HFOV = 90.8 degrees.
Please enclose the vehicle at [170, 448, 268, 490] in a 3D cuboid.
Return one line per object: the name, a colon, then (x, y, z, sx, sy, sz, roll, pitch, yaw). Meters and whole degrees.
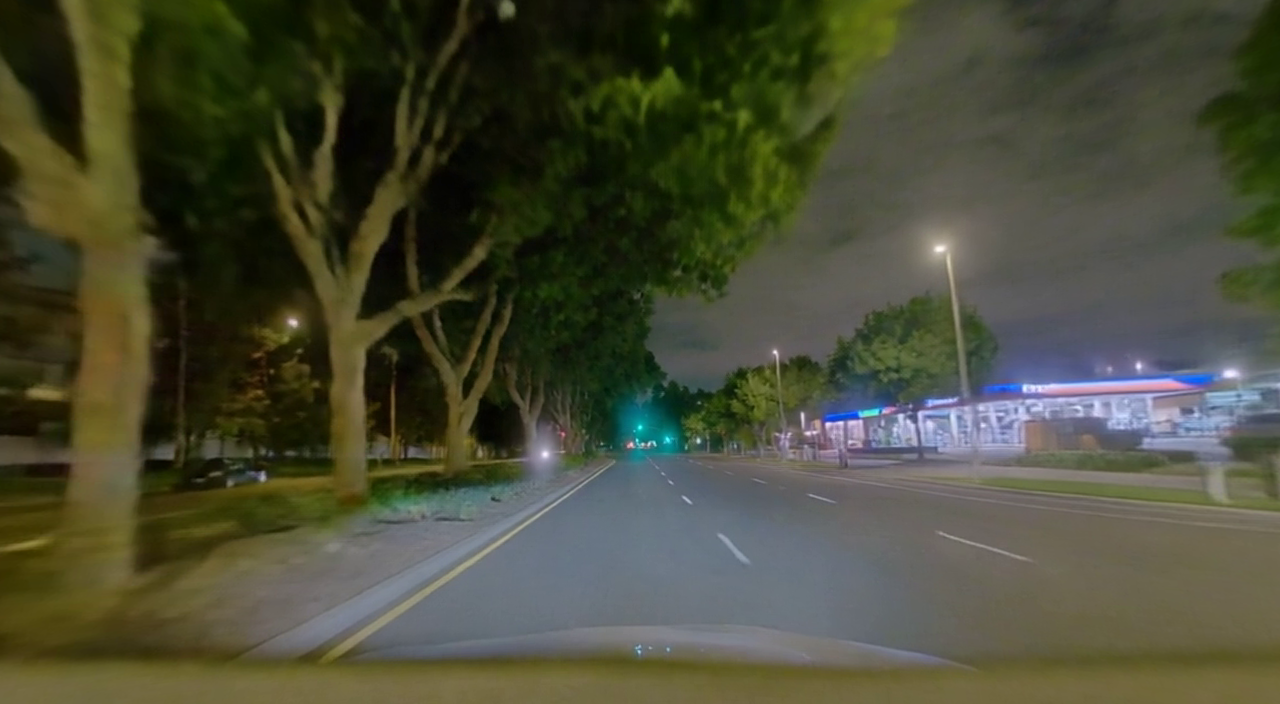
vehicle: (-22.243, 6.150, 33.648, 2.076, 1.927, 4.749, -2, -8, -2)
